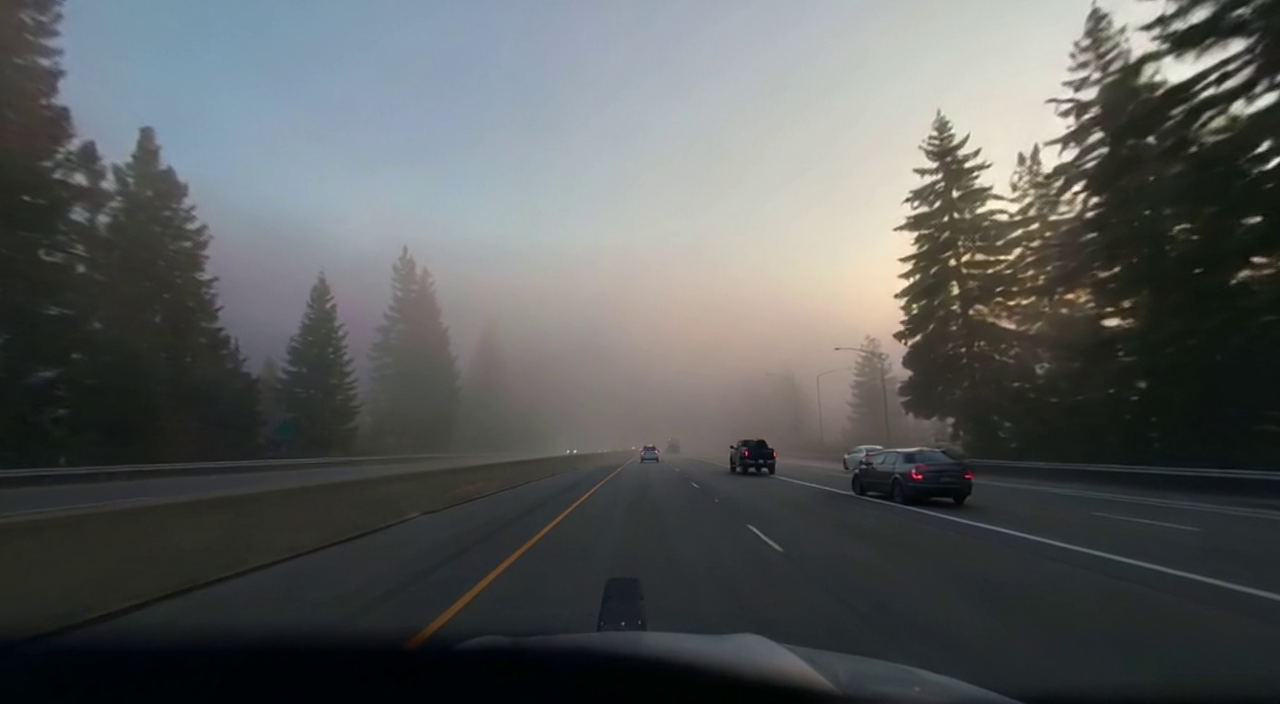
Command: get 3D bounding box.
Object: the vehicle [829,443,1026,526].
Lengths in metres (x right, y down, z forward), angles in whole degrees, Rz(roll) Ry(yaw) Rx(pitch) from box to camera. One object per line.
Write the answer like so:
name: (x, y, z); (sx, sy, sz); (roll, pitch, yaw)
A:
vehicle: (5.917, 2.740, 13.753); (1.904, 1.453, 4.789); (0, -8, -2)

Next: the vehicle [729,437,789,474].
vehicle: (6.675, 5.859, 35.931); (2.206, 1.902, 5.460); (0, -8, -2)

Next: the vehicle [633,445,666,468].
vehicle: (0.611, 6.878, 41.544); (2.052, 1.472, 4.295); (0, -8, 0)
